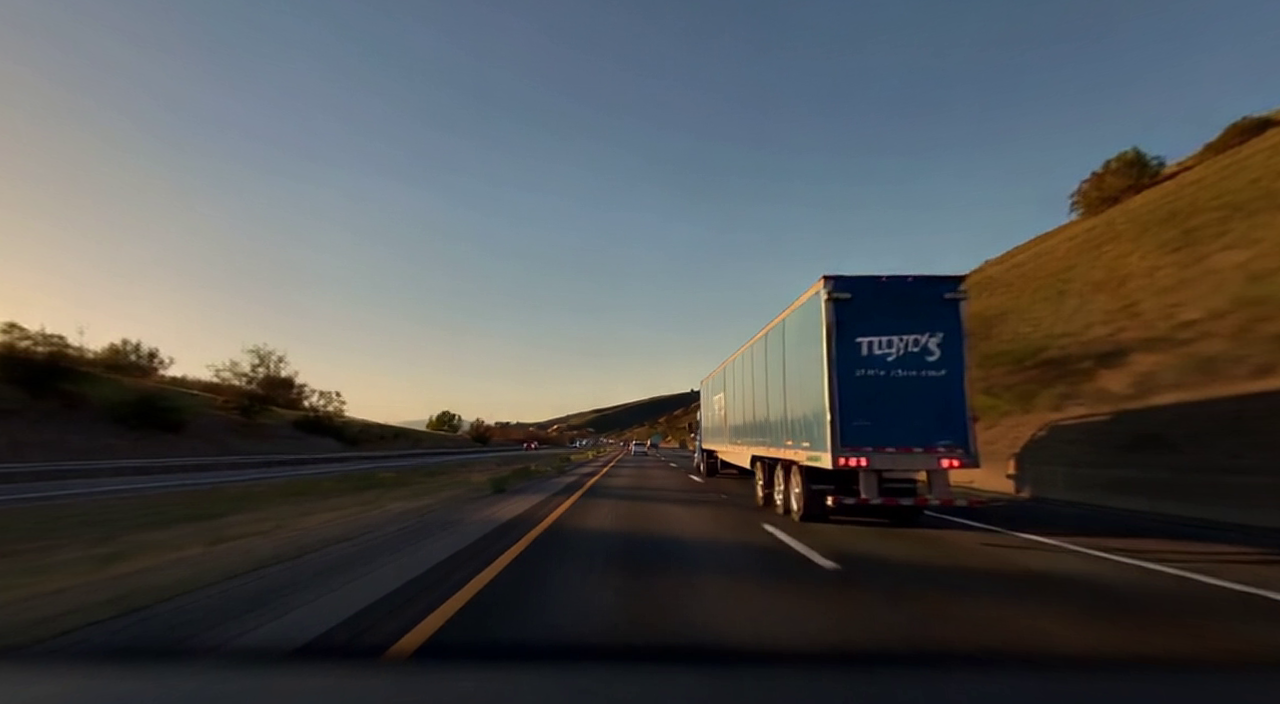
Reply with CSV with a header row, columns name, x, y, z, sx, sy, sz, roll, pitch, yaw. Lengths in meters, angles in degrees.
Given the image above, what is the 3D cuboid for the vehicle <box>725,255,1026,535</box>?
name,x,y,z,sx,sy,sz,roll,pitch,yaw
vehicle,4.221,1.295,14.536,3.039,4.342,9.556,0,-8,-1
